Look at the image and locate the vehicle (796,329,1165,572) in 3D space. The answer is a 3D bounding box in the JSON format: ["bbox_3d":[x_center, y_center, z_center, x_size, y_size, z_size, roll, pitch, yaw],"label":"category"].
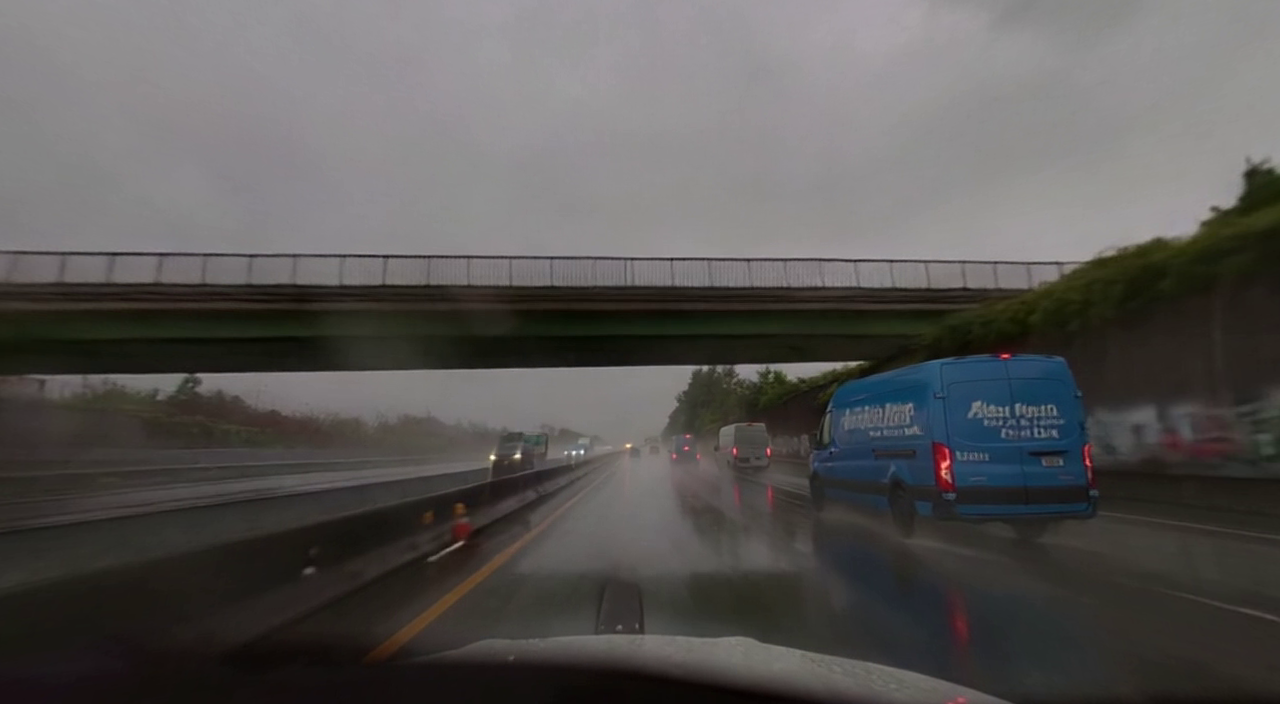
[{"bbox_3d":[4.399,1.479,9.743,2.283,2.631,5.719,0,-9,-2],"label":"vehicle"}]

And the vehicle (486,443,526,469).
[{"bbox_3d":[-9.122,7.124,43.192,1.827,1.612,4.182,0,-9,0],"label":"vehicle"}]

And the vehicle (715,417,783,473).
[{"bbox_3d":[6.807,5.979,40.441,2.761,3.225,7.624,0,-9,-2],"label":"vehicle"}]

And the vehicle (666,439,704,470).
[{"bbox_3d":[2.908,6.762,41.573,2.007,1.943,5.010,0,-9,-2],"label":"vehicle"}]
